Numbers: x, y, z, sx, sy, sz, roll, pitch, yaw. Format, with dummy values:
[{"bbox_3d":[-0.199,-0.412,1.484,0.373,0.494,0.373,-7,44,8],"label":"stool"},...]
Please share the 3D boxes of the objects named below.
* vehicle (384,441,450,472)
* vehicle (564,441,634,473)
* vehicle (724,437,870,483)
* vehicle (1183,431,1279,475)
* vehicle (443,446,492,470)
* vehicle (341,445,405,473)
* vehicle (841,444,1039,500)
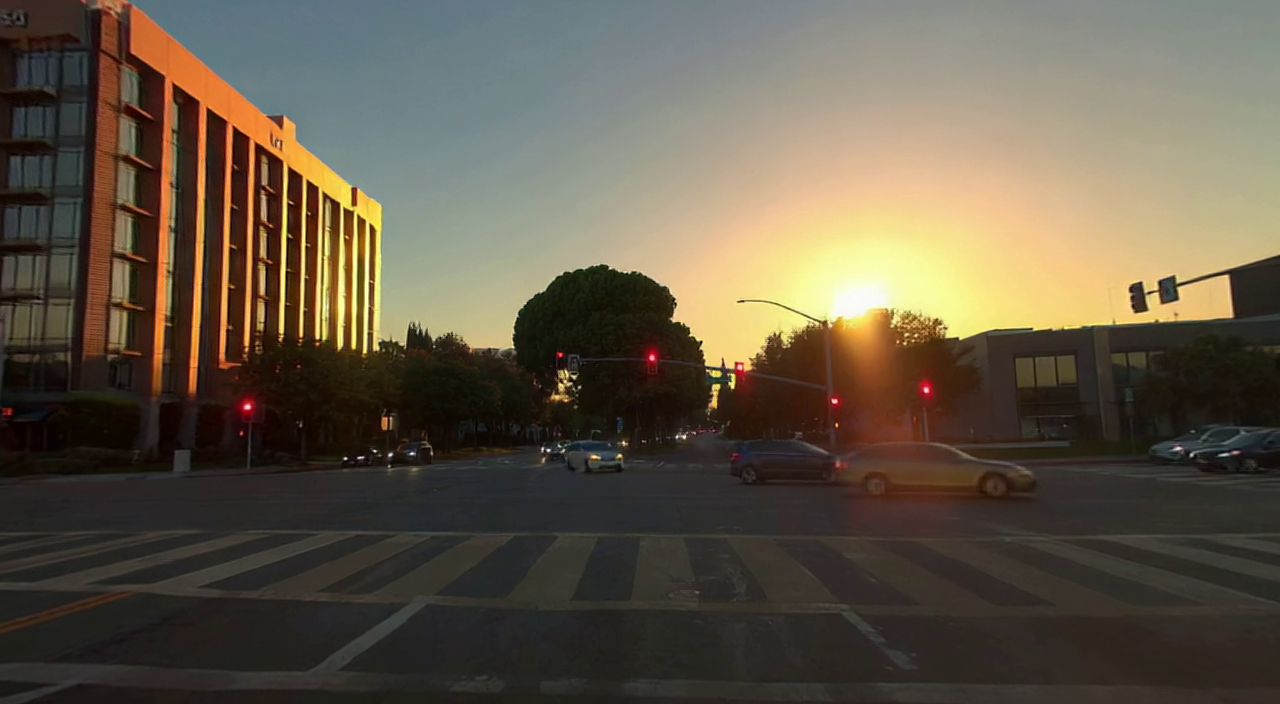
[{"bbox_3d":[-15.126,7.122,43.228,2.340,1.946,5.450,-1,-9,2],"label":"vehicle"},{"bbox_3d":[-2.176,5.287,32.084,2.115,1.445,4.864,3,-9,-22],"label":"vehicle"},{"bbox_3d":[5.587,3.831,22.627,4.637,1.461,2.109,-5,-10,30],"label":"vehicle"},{"bbox_3d":[22.329,3.559,22.357,4.474,1.477,1.908,0,-9,-2],"label":"vehicle"},{"bbox_3d":[-11.630,7.142,42.814,2.003,1.476,4.297,-1,-9,2],"label":"vehicle"},{"bbox_3d":[-18.540,7.412,44.100,2.237,1.842,5.116,0,-9,0],"label":"vehicle"},{"bbox_3d":[7.412,3.016,16.051,4.093,1.288,1.910,-2,-9,8],"label":"vehicle"}]
